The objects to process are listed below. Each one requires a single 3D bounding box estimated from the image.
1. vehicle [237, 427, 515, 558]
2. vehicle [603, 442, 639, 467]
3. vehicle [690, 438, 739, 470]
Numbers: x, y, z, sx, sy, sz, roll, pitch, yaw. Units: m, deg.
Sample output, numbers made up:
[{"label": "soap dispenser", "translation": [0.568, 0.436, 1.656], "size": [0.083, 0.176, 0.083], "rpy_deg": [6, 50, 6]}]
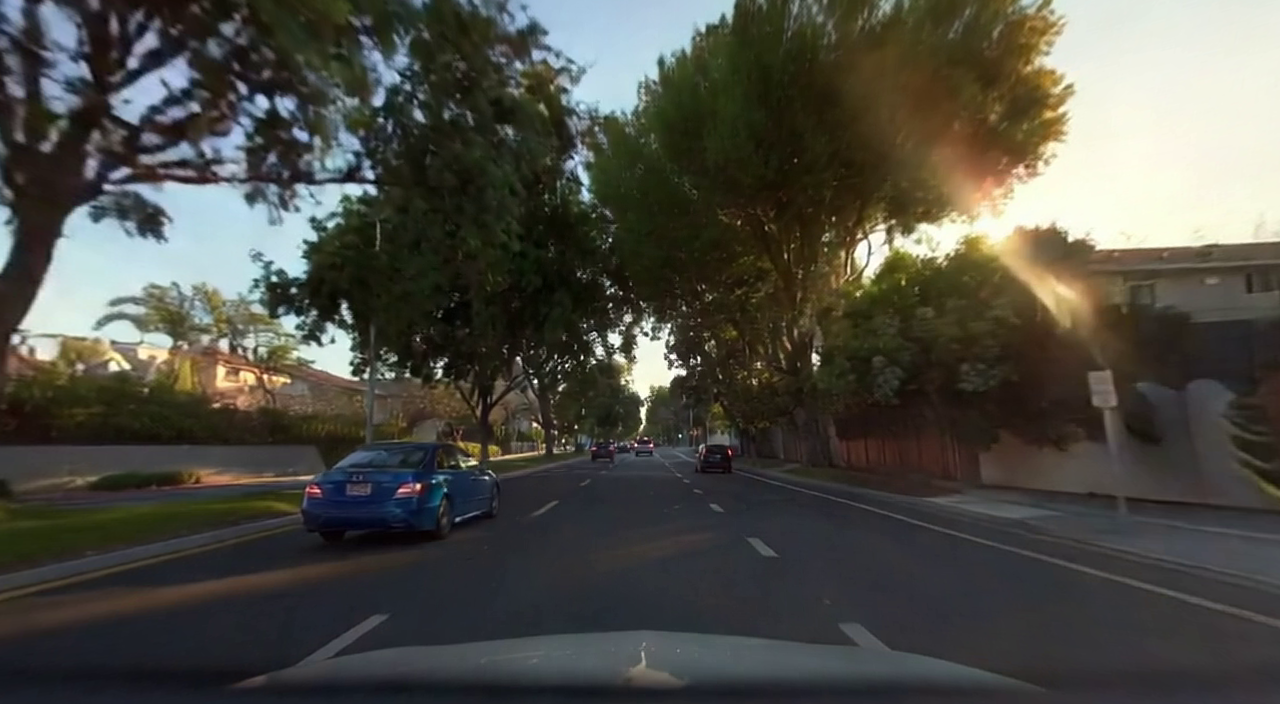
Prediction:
[{"label": "vehicle", "translation": [-3.569, 2.007, 9.863], "size": [2.091, 1.503, 4.989], "rpy_deg": [0, -8, 1]}, {"label": "vehicle", "translation": [-1.135, 6.497, 40.125], "size": [1.940, 1.473, 4.133], "rpy_deg": [-1, -8, 3]}, {"label": "vehicle", "translation": [4.089, 5.690, 35.342], "size": [2.182, 1.688, 4.187], "rpy_deg": [0, -8, -1]}]
